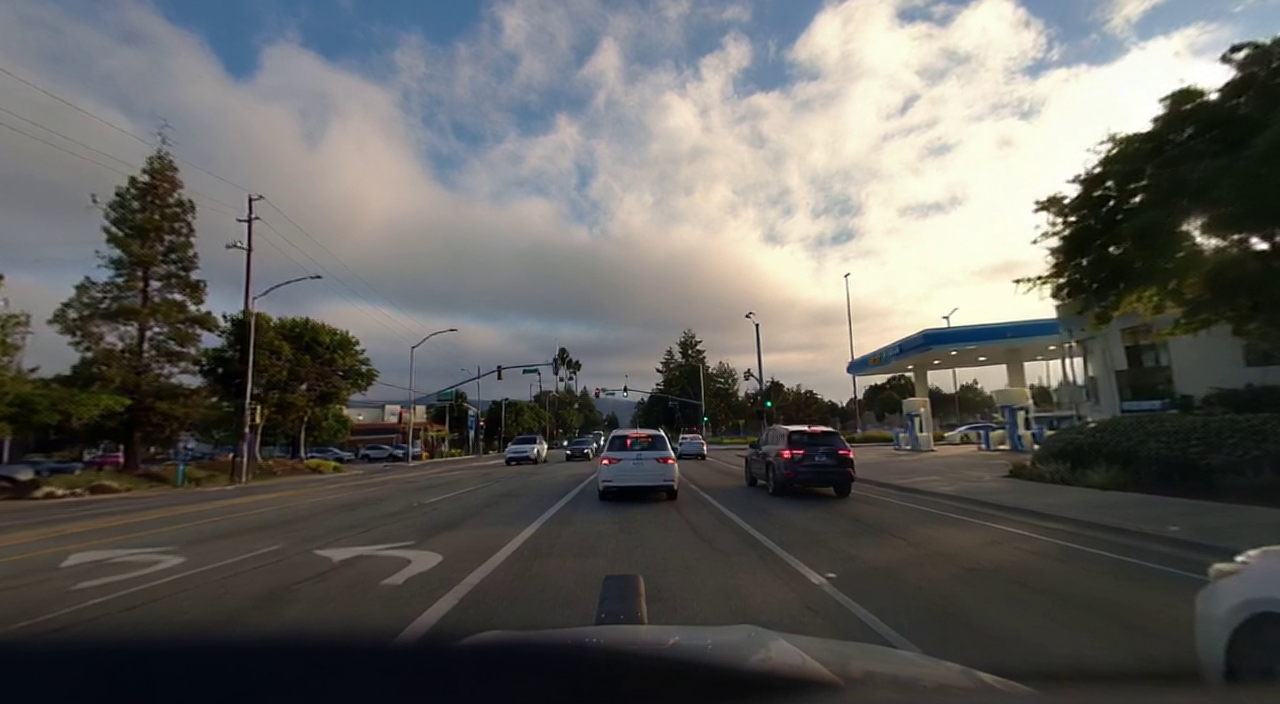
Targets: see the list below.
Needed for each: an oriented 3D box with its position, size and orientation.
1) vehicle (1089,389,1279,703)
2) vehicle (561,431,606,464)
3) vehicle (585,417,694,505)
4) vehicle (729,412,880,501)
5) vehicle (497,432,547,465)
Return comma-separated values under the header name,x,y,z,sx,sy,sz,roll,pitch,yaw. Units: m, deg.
name,x,y,z,sx,sy,sz,roll,pitch,yaw
vehicle,3.338,0.691,1.059,1.904,1.472,4.358,0,-8,-1
vehicle,-3.163,5.489,36.353,2.155,1.745,4.248,0,-8,0
vehicle,-0.092,2.446,14.505,2.164,1.718,3.881,0,-8,-2
vehicle,3.695,2.492,15.386,2.116,1.791,5.006,0,-8,-3
vehicle,-6.573,5.430,35.718,1.994,1.695,4.471,0,-8,0
